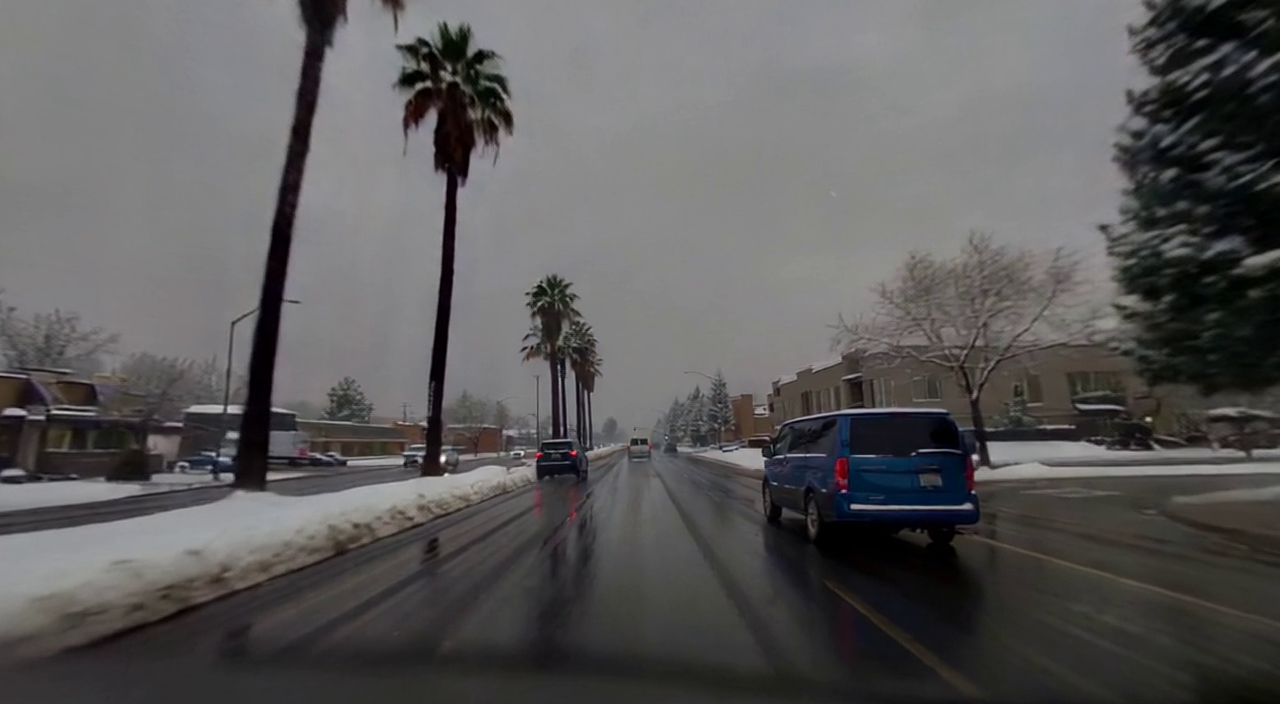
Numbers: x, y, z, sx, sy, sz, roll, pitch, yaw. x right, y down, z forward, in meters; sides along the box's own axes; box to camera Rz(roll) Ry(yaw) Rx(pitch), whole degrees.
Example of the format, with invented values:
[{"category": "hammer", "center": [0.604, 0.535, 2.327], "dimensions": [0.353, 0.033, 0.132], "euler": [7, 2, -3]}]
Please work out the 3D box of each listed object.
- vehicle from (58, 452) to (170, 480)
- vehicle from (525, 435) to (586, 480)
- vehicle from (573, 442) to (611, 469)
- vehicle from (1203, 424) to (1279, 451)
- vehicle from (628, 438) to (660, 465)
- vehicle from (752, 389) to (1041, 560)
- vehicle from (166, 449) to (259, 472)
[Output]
[{"category": "vehicle", "center": [-28.540, 6.181, 34.367], "dimensions": [4.371, 1.393, 1.867], "euler": [0, -8, -1]}, {"category": "vehicle", "center": [-3.445, 4.375, 26.500], "dimensions": [1.967, 1.703, 4.157], "euler": [0, -8, 1]}, {"category": "vehicle", "center": [-2.756, 6.076, 37.194], "dimensions": [1.869, 1.454, 4.142], "euler": [0, -8, 0]}, {"category": "vehicle", "center": [45.959, 6.476, 47.682], "dimensions": [4.658, 1.924, 1.898], "euler": [-5, -10, 30]}, {"category": "vehicle", "center": [0.275, 7.085, 45.092], "dimensions": [2.191, 1.761, 3.857], "euler": [0, -8, 0]}, {"category": "vehicle", "center": [3.334, 1.734, 9.610], "dimensions": [2.234, 1.912, 4.847], "euler": [0, -8, -1]}, {"category": "vehicle", "center": [-29.343, 7.463, 43.472], "dimensions": [4.876, 1.487, 1.993], "euler": [1, -8, -4]}]
